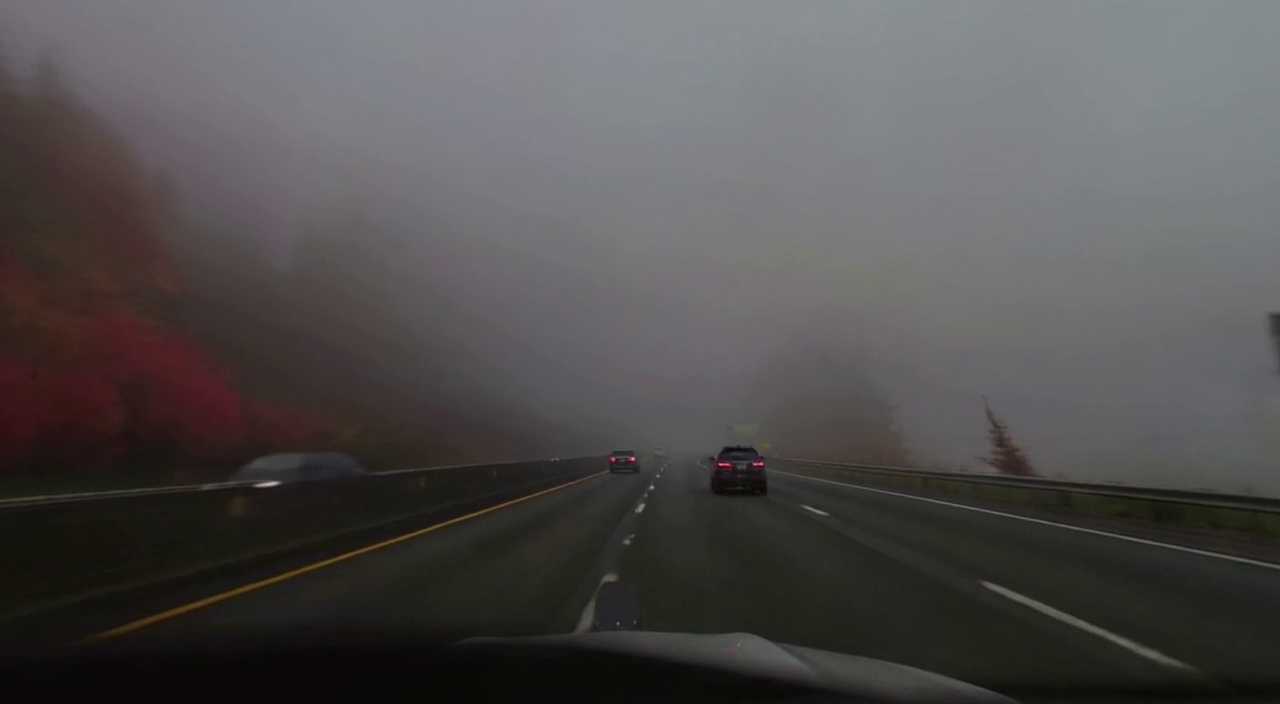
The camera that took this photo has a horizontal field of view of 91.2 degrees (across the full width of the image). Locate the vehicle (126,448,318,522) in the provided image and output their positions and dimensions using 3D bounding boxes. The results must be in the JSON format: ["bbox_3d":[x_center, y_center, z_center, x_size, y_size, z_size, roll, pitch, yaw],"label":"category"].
[{"bbox_3d":[-10.788,3.415,16.659,1.996,1.663,4.278,-1,-9,2],"label":"vehicle"}]

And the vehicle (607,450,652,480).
[{"bbox_3d":[-0.453,5.703,31.829,2.037,1.418,3.793,-1,-9,3],"label":"vehicle"}]

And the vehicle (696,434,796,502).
[{"bbox_3d":[2.920,3.330,18.387,2.250,1.718,4.358,-1,-9,1],"label":"vehicle"}]

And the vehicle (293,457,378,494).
[{"bbox_3d":[-15.126,6.116,31.400,1.938,1.618,4.309,-1,-9,2],"label":"vehicle"}]
